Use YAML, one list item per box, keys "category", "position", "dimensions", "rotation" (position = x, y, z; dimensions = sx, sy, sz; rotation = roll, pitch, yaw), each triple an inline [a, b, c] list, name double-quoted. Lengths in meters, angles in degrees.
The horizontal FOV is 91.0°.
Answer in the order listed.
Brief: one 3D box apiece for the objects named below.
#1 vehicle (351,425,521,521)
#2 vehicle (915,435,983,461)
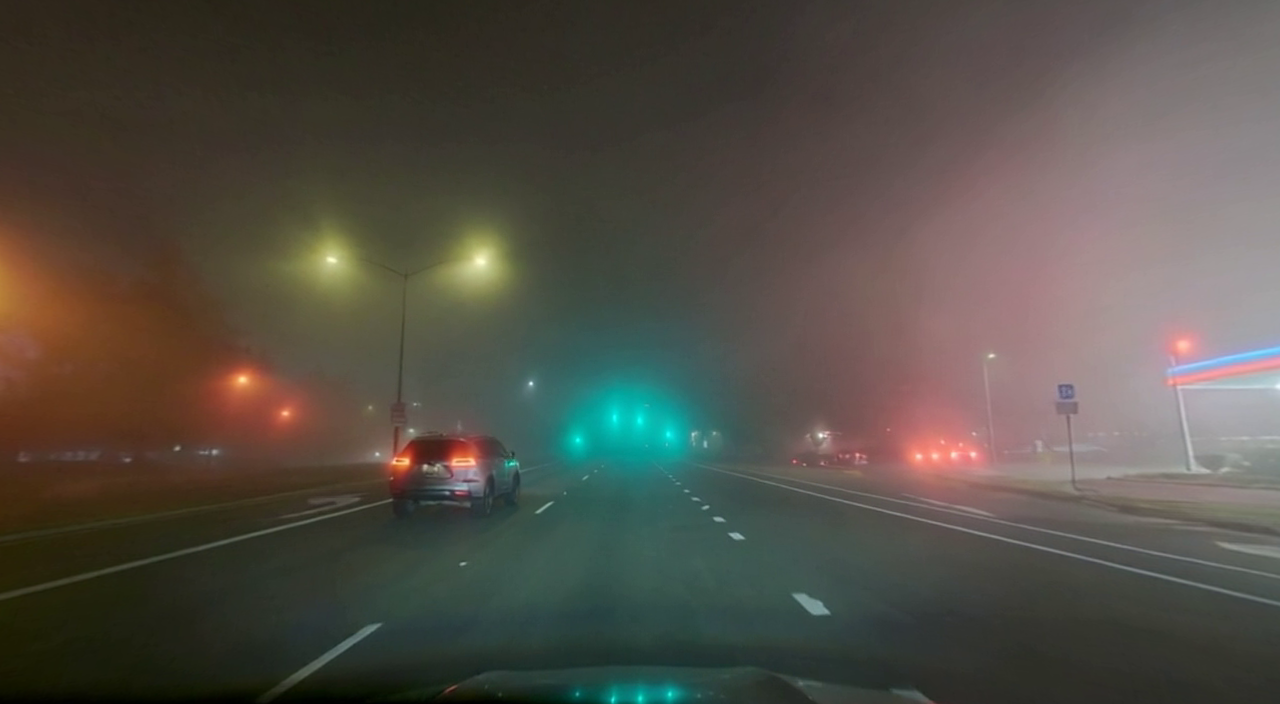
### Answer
- category: "vehicle"
  position: [-4.017, 2.469, 13.415]
  dimensions: [2.039, 1.656, 4.710]
  rotation: [0, -9, 0]
- category: "vehicle"
  position: [18.257, 5.701, 37.490]
  dimensions: [1.831, 1.442, 5.072]
  rotation: [-1, -9, 4]
